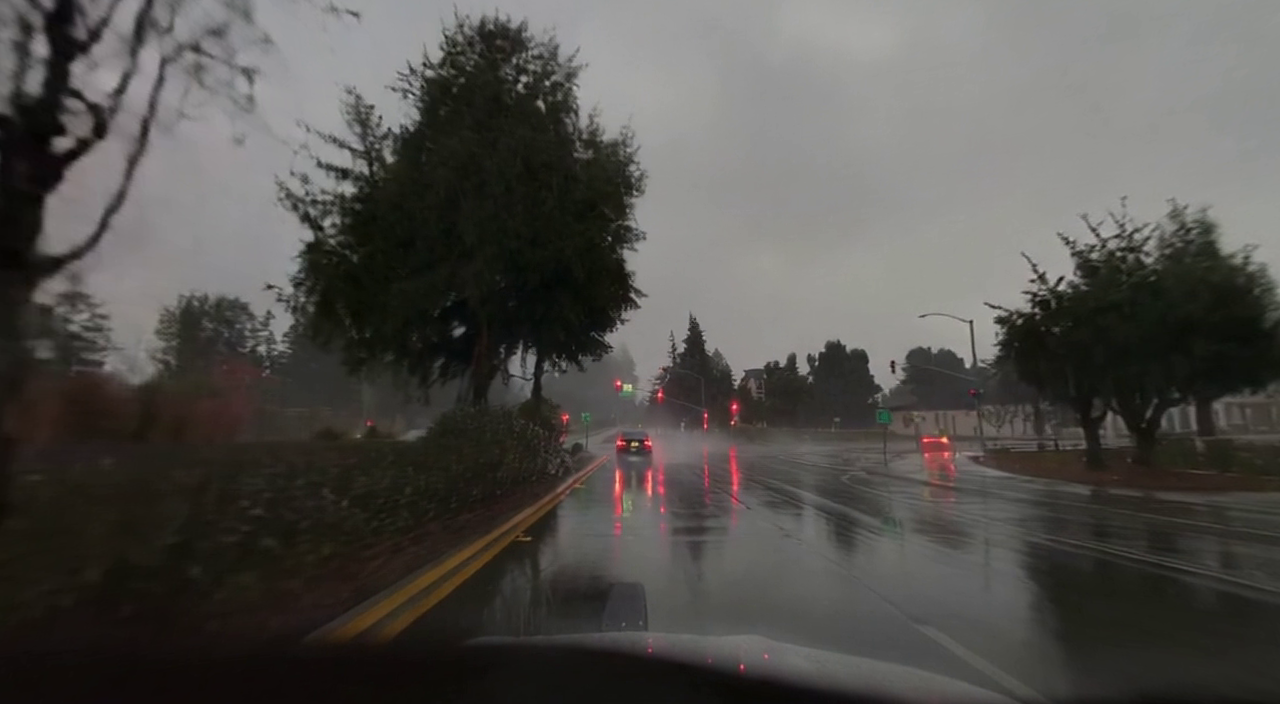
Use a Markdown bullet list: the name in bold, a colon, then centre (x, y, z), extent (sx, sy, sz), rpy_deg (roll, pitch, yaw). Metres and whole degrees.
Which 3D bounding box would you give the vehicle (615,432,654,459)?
- **vehicle**: centre (-0.352, 5.328, 36.019), extent (2.056, 1.473, 4.380), rpy_deg (0, -8, -1)
